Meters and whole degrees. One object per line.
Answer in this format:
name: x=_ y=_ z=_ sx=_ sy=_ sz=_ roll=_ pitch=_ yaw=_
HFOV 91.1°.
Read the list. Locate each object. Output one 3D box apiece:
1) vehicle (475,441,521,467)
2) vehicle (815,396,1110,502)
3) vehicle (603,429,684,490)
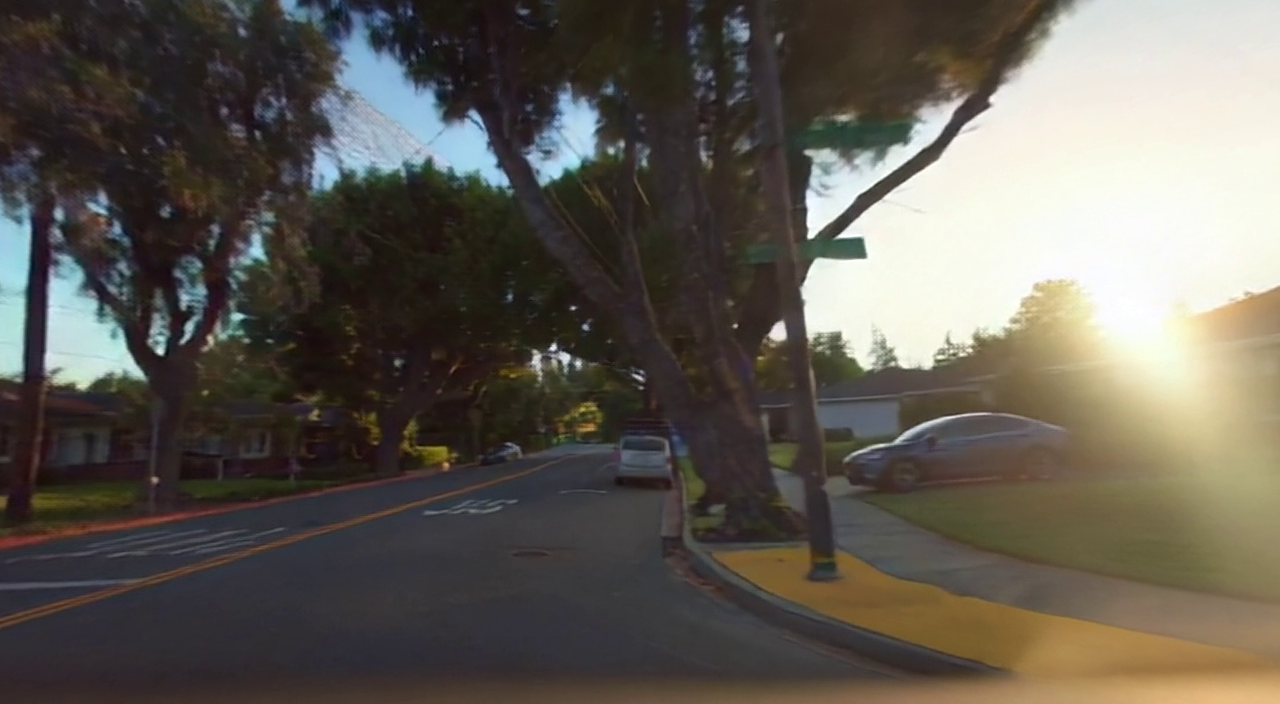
vehicle: x=-9.384 y=6.763 z=41.797 sx=2.033 sy=1.456 sz=4.370 roll=-4 pitch=-8 yaw=0
vehicle: x=6.059 y=1.906 z=12.368 sx=4.595 sy=1.620 sz=1.984 roll=-4 pitch=-9 yaw=4
vehicle: x=0.126 y=3.311 z=19.653 sx=2.242 sy=1.661 sz=4.273 roll=0 pitch=-8 yaw=1
